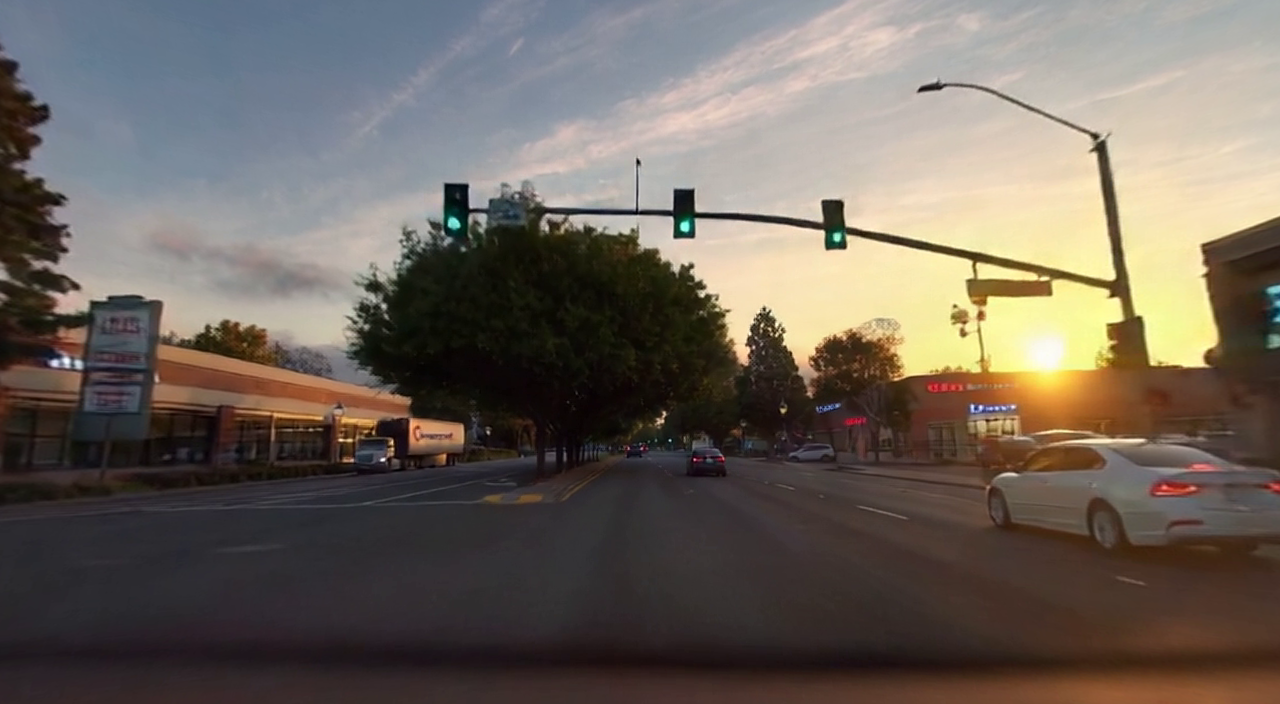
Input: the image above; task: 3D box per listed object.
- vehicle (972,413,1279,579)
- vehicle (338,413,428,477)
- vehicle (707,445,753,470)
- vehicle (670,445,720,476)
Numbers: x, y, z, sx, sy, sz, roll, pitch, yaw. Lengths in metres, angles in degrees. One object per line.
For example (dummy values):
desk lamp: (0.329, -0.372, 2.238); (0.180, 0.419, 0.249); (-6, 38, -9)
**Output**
vehicle: (6.901, 1.810, 8.762); (2.002, 1.651, 4.647); (0, -9, 0)
vehicle: (-19.208, 7.094, 48.003); (3.008, 4.297, 9.041); (0, -9, -1)
vehicle: (5.823, 6.897, 41.375); (2.150, 1.485, 4.919); (0, -9, -2)
vehicle: (2.823, 5.692, 33.303); (2.099, 1.463, 4.365); (0, -9, -2)
